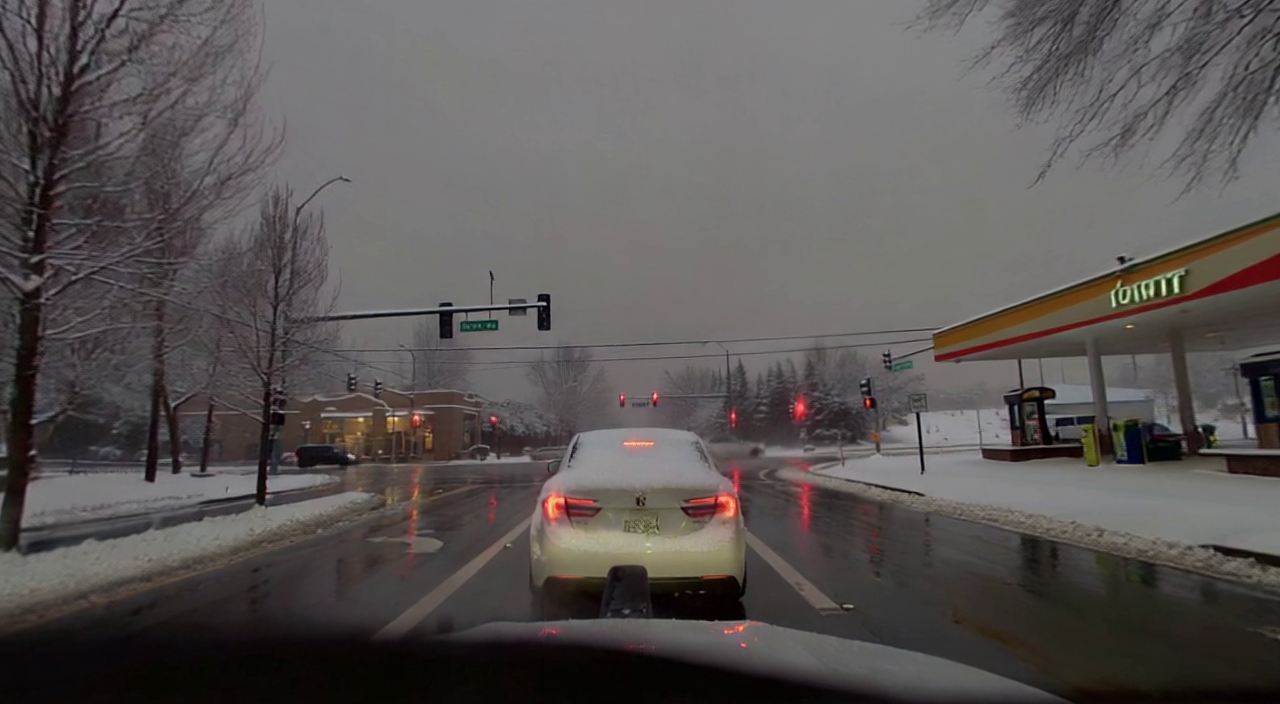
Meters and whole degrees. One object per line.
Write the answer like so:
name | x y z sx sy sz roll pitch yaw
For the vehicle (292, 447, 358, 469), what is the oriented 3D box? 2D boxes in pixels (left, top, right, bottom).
vehicle | -23.280 7.844 46.634 3.975 1.563 1.755 -1 -8 5

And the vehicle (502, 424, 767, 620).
vehicle | -0.038 1.599 6.902 2.010 1.482 4.057 0 -8 0

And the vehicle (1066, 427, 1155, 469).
vehicle | 18.608 3.759 24.870 4.091 1.495 2.053 8 -12 -44

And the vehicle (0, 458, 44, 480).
vehicle | -44.836 8.177 44.186 4.380 1.409 1.841 -1 -8 5
